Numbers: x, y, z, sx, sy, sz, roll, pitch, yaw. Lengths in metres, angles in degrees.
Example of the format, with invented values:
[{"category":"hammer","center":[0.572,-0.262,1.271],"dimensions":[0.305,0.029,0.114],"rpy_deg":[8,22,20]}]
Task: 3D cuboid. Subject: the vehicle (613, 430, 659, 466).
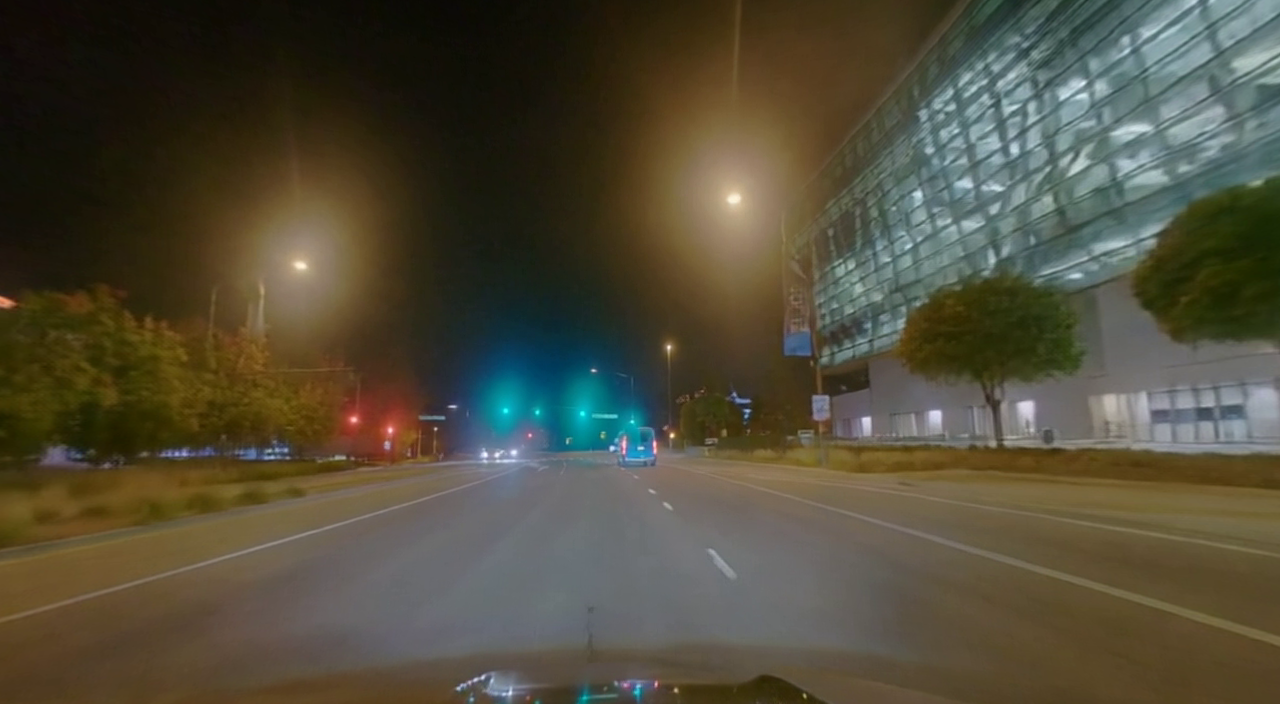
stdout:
[{"category":"vehicle","center":[-0.359,6.437,42.179],"dimensions":[2.339,2.244,4.817],"rpy_deg":[1,-8,-9]}]
